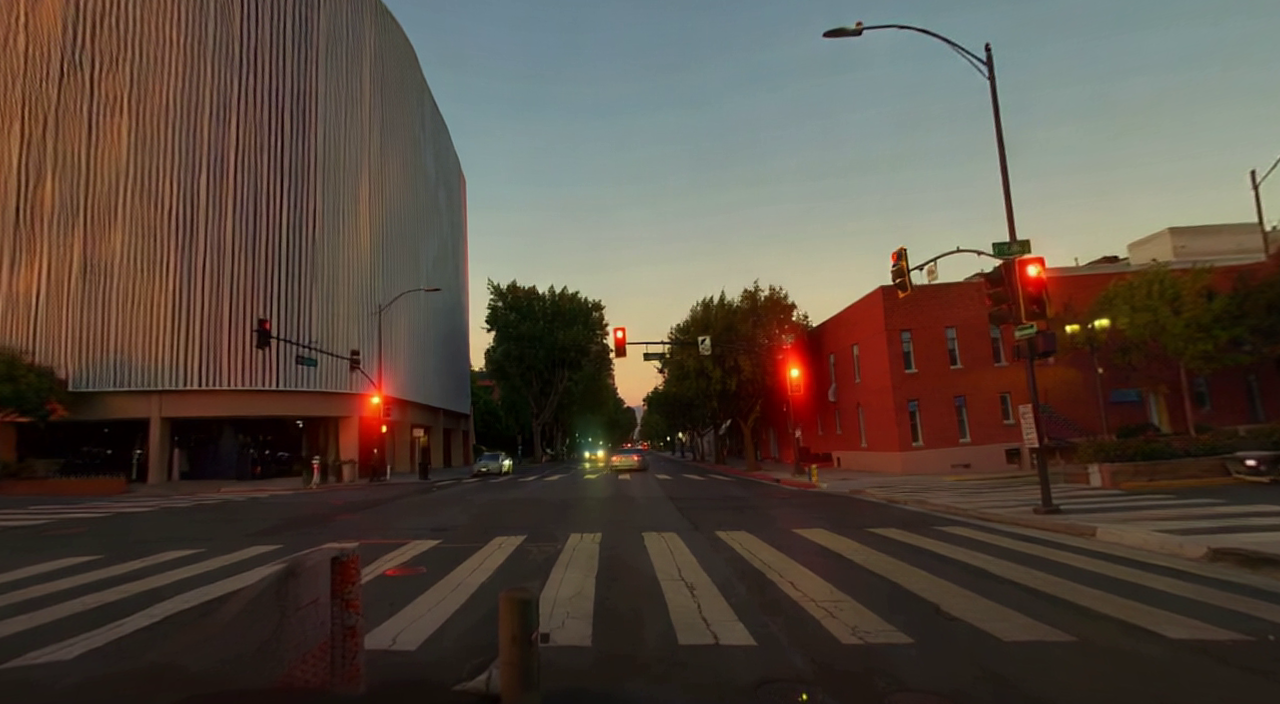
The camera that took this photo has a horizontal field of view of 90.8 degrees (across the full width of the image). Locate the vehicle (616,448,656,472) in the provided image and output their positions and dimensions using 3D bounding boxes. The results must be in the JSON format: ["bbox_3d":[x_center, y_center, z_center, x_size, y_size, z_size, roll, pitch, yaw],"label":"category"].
[{"bbox_3d":[-0.201,6.965,41.084,2.088,1.452,4.833,-1,-8,6],"label":"vehicle"}]
